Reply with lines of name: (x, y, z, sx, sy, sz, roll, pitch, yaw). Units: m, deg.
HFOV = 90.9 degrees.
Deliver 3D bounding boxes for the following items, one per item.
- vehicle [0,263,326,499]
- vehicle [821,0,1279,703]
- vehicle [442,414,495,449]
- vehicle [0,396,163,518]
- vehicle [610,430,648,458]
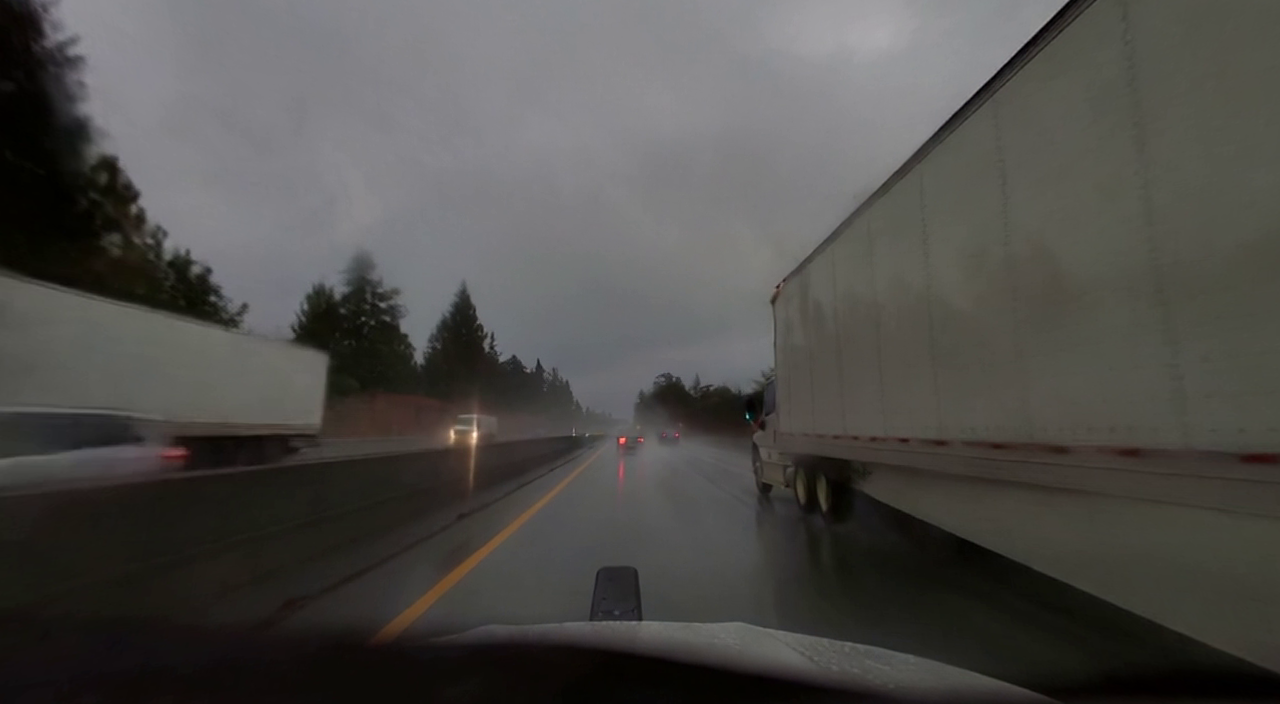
vehicle: (-12.789, 1.121, 15.623, 2.898, 4.098, 14.464, 0, -7, -1)
vehicle: (4.229, -0.432, 2.054, 2.953, 4.045, 13.843, 0, -7, -1)
vehicle: (-13.320, 6.256, 49.407, 2.332, 2.493, 6.723, -1, -7, -1)
vehicle: (-8.873, 1.355, 8.160, 1.906, 1.499, 4.537, 0, -7, -2)
vehicle: (-0.645, 5.332, 36.745, 2.119, 1.480, 4.000, -1, -7, -1)
